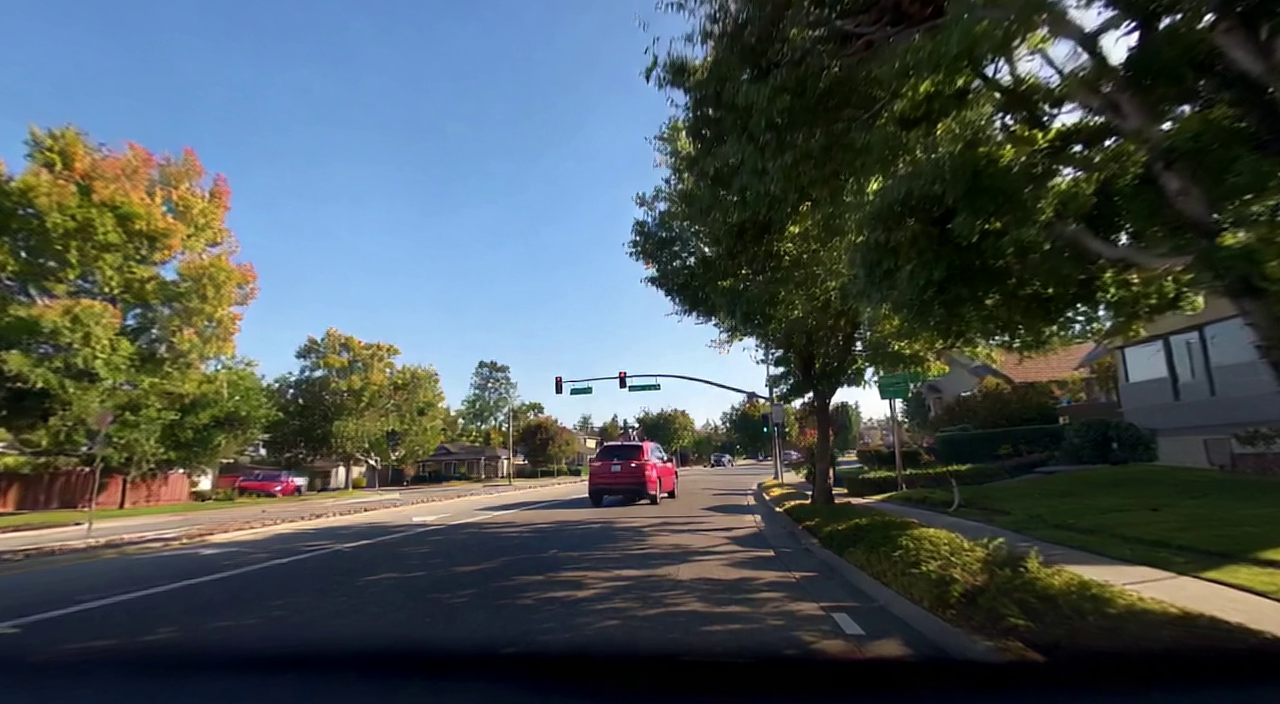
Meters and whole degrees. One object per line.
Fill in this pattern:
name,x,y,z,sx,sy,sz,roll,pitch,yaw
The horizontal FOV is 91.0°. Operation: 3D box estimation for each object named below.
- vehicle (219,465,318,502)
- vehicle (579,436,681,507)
vehicle,-22.409,7.923,38.312,2.332,1.896,5.688,-1,-9,3
vehicle,-0.156,3.633,19.695,2.059,1.908,4.714,-2,-9,13
